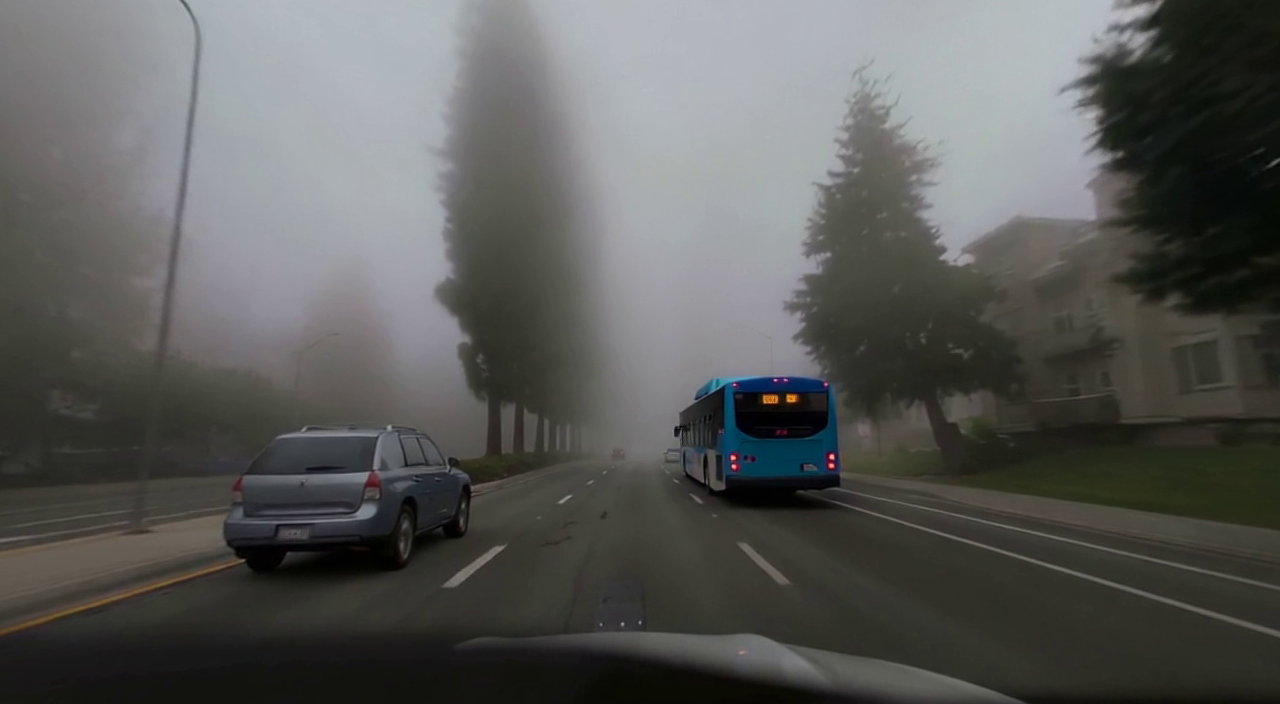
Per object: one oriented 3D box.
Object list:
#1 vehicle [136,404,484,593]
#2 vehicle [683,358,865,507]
[{"bbox_3d":[-3.696,1.713,8.209,2.111,1.767,4.333,0,-8,1],"label":"vehicle"},{"bbox_3d":[3.393,2.703,20.306,3.072,3.278,12.747,0,-8,0],"label":"vehicle"}]
